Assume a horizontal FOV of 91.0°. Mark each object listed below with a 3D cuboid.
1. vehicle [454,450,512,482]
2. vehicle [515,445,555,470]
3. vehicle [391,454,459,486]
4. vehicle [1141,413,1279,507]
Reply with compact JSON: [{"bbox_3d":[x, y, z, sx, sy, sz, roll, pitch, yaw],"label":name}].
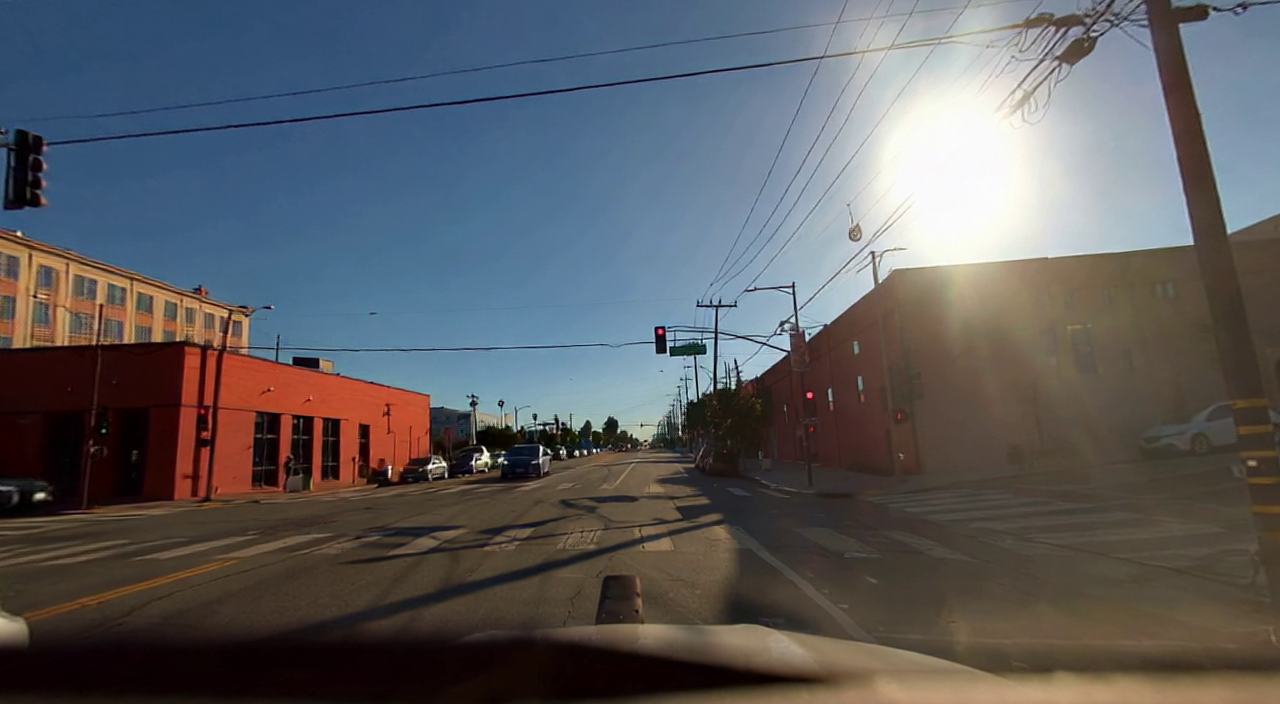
[{"bbox_3d":[-8.697,6.310,35.181,2.020,1.672,3.842,0,-9,3],"label":"vehicle"},{"bbox_3d":[-8.131,8.257,49.335,2.096,1.830,4.752,0,-9,3],"label":"vehicle"},{"bbox_3d":[-12.033,6.612,35.630,1.943,1.574,4.727,0,-9,3],"label":"vehicle"},{"bbox_3d":[12.691,2.173,12.811,3.234,1.746,1.941,-1,-9,2],"label":"vehicle"}]
